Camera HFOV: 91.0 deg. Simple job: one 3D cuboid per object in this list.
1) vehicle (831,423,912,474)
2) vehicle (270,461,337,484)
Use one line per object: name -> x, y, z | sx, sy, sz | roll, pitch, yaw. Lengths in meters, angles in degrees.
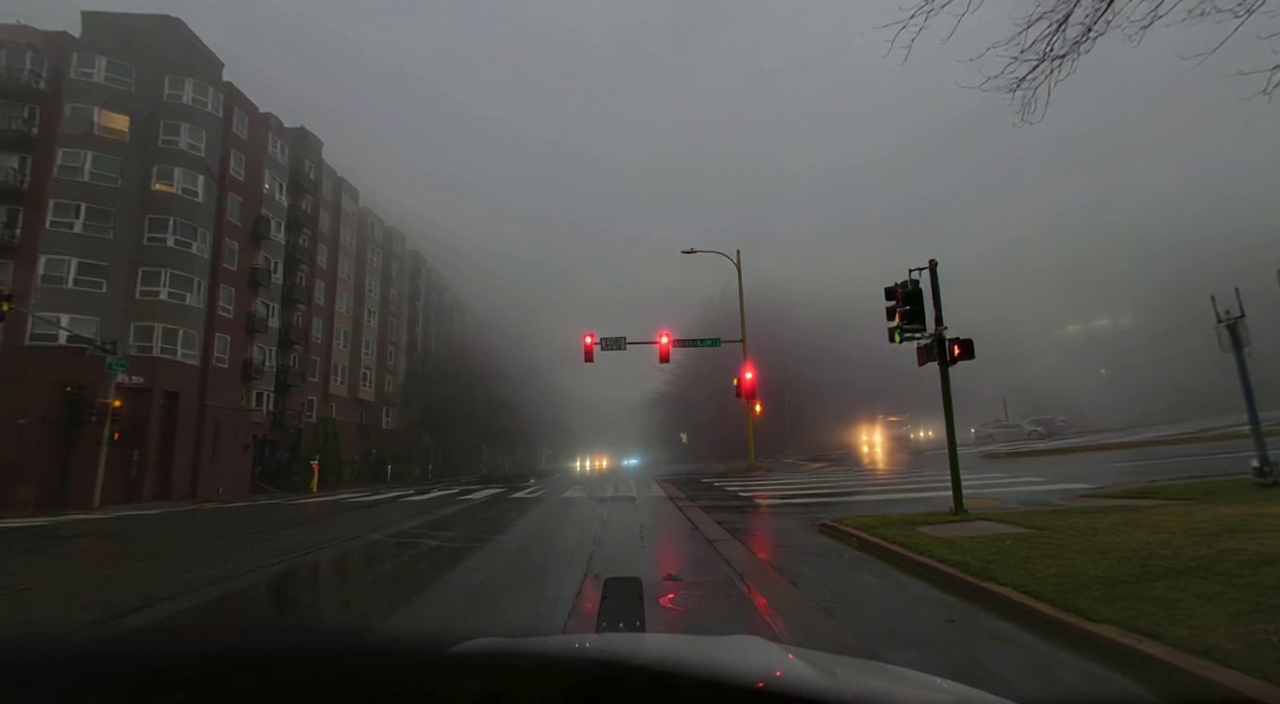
vehicle -> 14.979, 6.343, 41.420 | 2.948, 3.071, 7.295 | 0, -9, 4
vehicle -> -24.686, 8.830, 46.290 | 3.882, 1.600, 1.768 | 0, -9, 2
